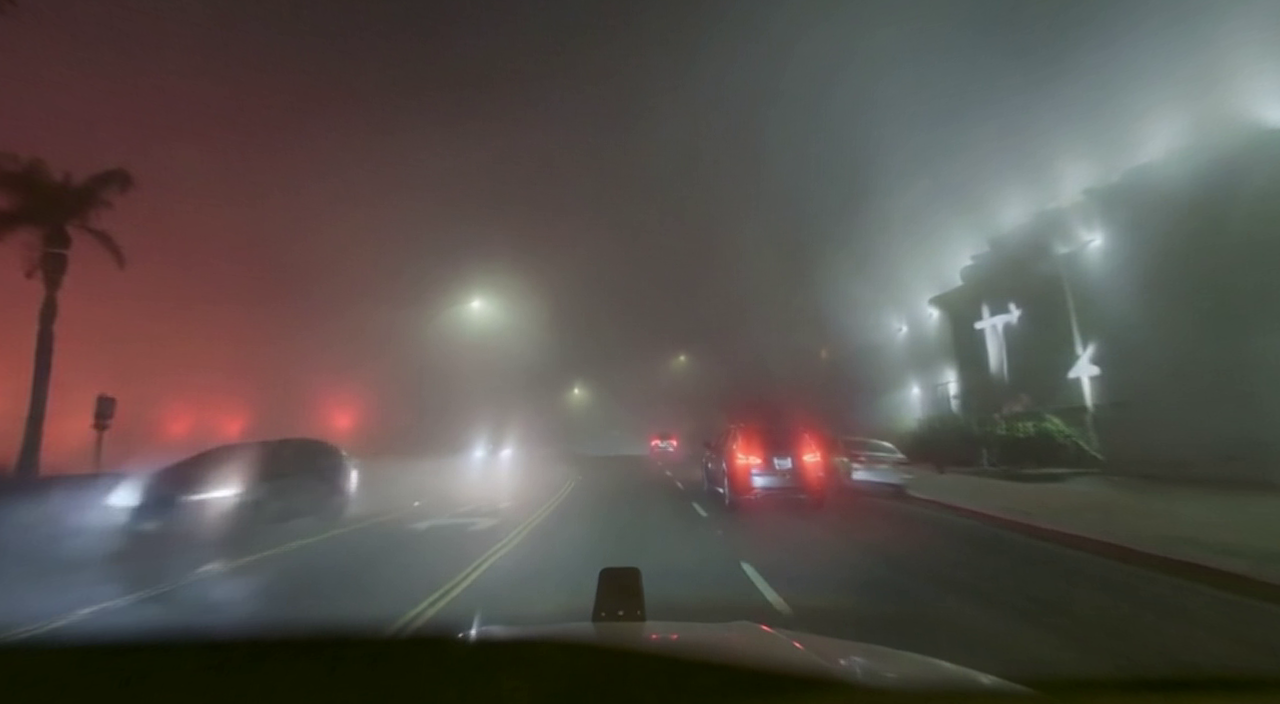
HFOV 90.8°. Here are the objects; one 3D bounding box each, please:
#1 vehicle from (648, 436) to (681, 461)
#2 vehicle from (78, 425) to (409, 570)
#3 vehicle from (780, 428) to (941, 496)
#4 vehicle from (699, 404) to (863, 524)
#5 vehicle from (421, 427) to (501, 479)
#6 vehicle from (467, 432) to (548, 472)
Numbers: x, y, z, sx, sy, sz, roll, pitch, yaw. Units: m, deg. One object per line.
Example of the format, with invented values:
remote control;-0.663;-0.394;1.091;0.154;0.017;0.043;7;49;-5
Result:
vehicle;1.778;6.938;45.379;2.196;1.655;3.939;-1;-9;3
vehicle;-5.568;2.106;9.851;2.171;1.676;4.523;-1;-9;1
vehicle;5.276;2.764;16.061;2.166;1.399;5.177;-1;-9;-1
vehicle;2.414;2.108;12.130;1.995;1.858;4.333;0;-9;-2
vehicle;-8.465;4.871;30.375;2.100;2.227;5.094;-1;-9;3
vehicle;-5.318;4.141;26.098;2.153;1.469;4.939;-1;-9;2
